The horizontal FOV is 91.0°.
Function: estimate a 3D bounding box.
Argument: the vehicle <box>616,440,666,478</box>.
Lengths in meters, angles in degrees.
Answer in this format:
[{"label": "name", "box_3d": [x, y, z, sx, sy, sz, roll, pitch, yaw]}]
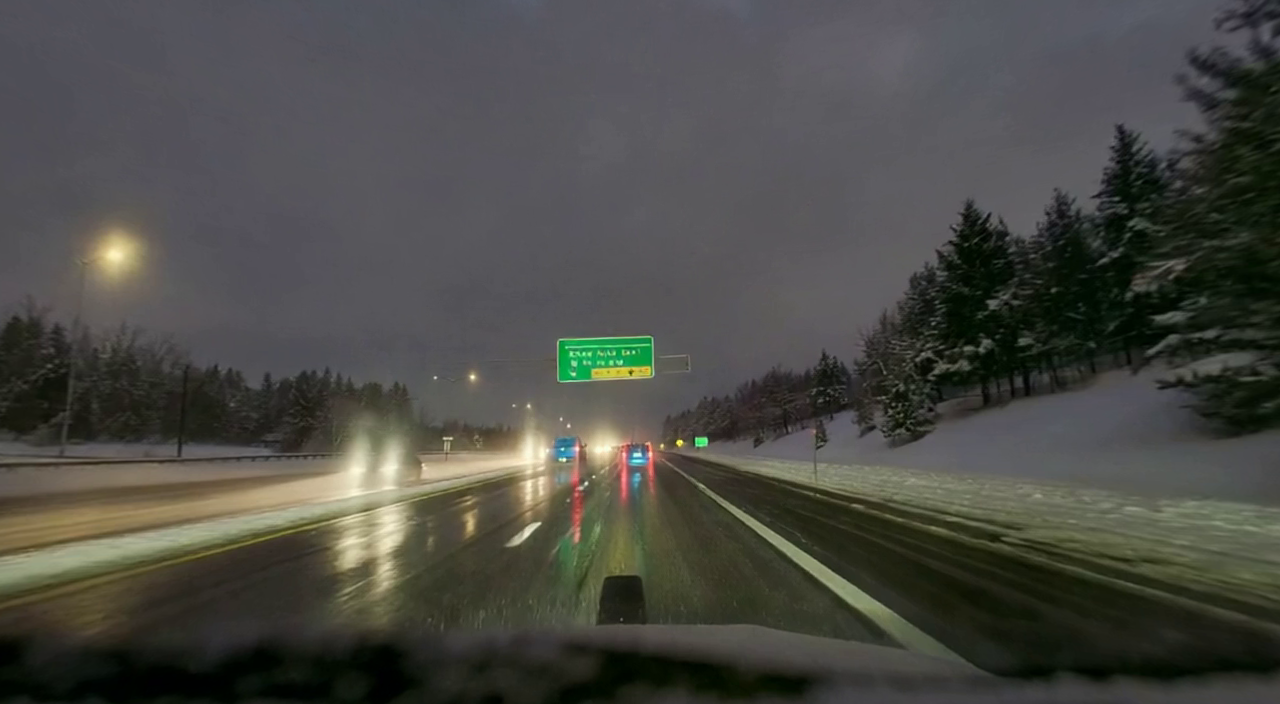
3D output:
[{"label": "vehicle", "box_3d": [0.064, 4.808, 28.566, 2.086, 1.548, 4.325, 0, -9, 0]}]

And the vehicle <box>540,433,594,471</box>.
[{"label": "vehicle", "box_3d": [-3.788, 5.320, 33.676, 2.264, 1.901, 4.647, 0, -9, 1]}]

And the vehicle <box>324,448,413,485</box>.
[{"label": "vehicle", "box_3d": [-13.099, 5.508, 30.810, 2.056, 1.643, 4.838, 0, -9, 2]}]
